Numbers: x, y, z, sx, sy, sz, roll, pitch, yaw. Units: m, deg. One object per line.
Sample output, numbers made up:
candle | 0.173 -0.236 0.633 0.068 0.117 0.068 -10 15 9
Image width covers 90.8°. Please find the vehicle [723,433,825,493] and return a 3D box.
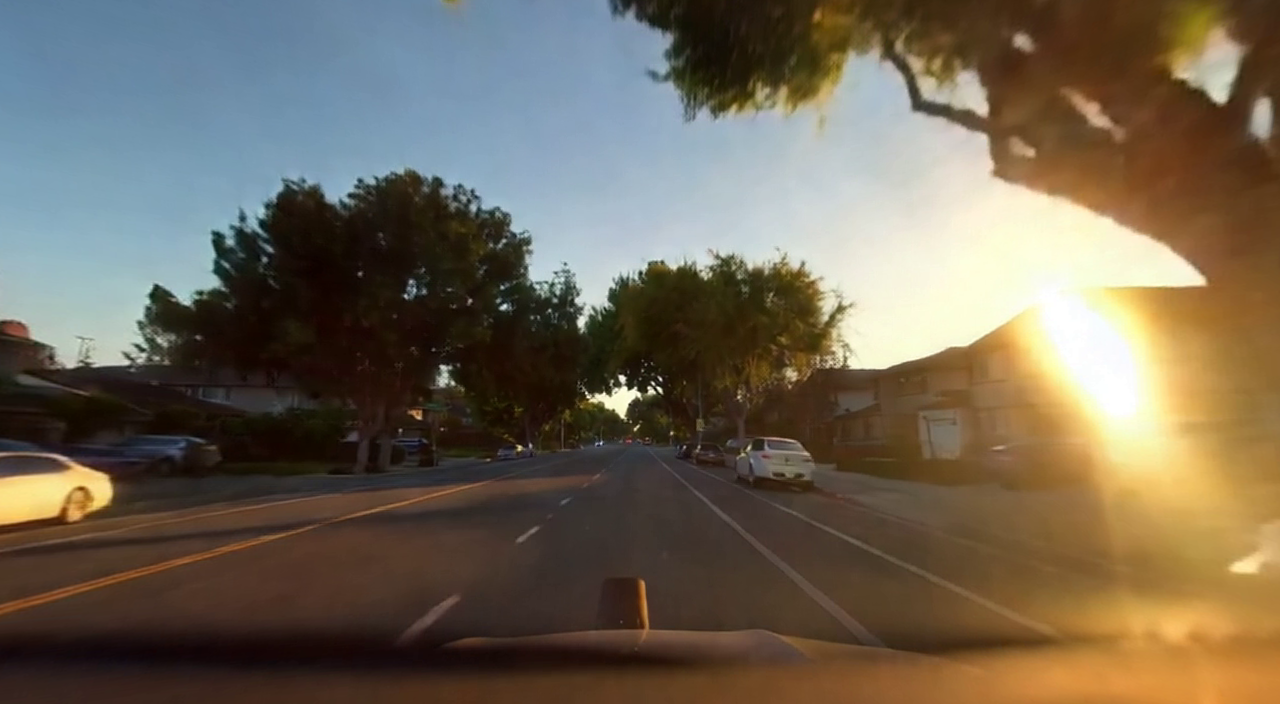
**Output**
vehicle | 3.997 3.394 19.754 1.999 1.615 4.513 1 -8 -3

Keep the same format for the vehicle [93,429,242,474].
vehicle | -19.165 4.042 25.791 4.484 1.733 1.913 0 -8 0

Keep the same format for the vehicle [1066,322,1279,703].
vehicle | 3.940 0.673 1.695 2.120 1.916 4.836 0 -8 -1

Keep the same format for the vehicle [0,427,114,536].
vehicle | -10.855 2.050 9.712 1.964 1.667 4.217 -3 -9 -2

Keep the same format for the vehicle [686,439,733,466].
vehicle | 4.010 5.916 37.345 1.997 1.510 4.555 1 -8 -3
